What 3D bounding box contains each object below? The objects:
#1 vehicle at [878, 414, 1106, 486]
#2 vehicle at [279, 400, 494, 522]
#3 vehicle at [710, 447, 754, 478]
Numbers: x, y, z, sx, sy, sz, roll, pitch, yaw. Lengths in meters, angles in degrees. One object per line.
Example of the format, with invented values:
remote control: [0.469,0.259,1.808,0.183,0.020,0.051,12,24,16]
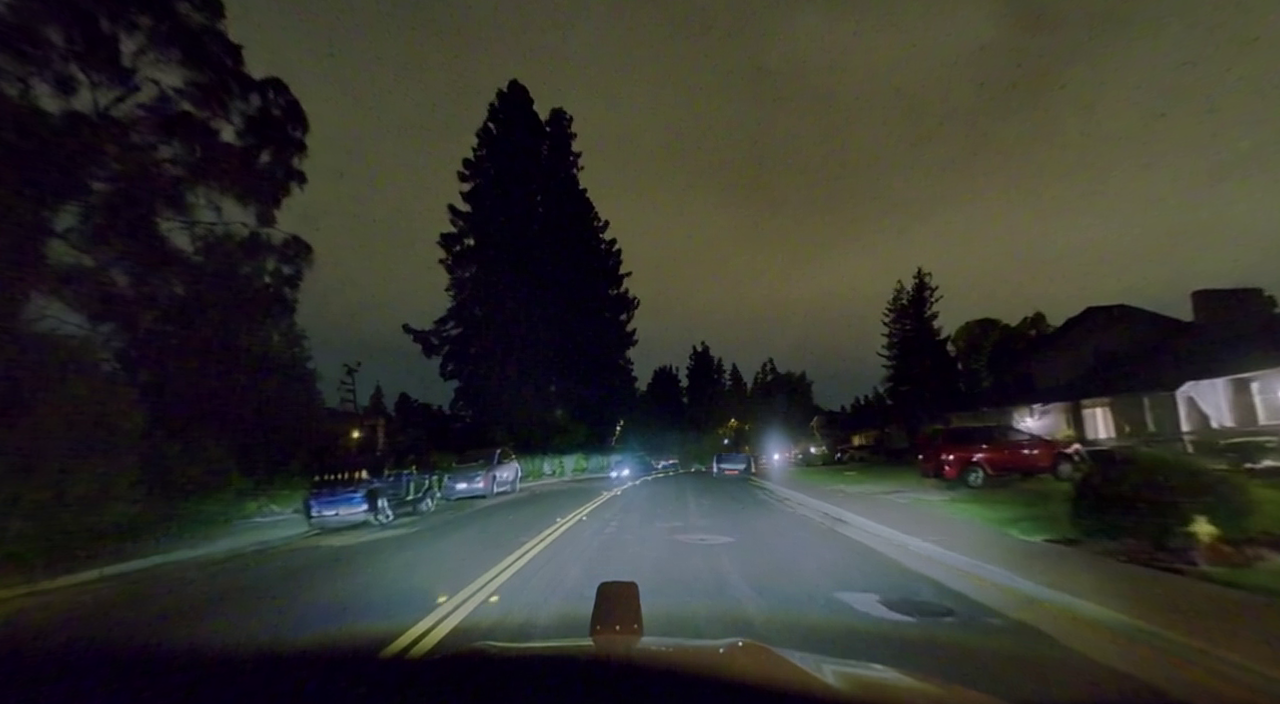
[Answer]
vehicle: [10.096,2.897,18.607,5.325,1.939,2.150,-2,-9,9]
vehicle: [-5.634,2.924,15.385,2.334,2.126,6.444,-5,-15,2]
vehicle: [4.673,5.497,31.625,1.948,1.408,4.345,-2,-9,11]
